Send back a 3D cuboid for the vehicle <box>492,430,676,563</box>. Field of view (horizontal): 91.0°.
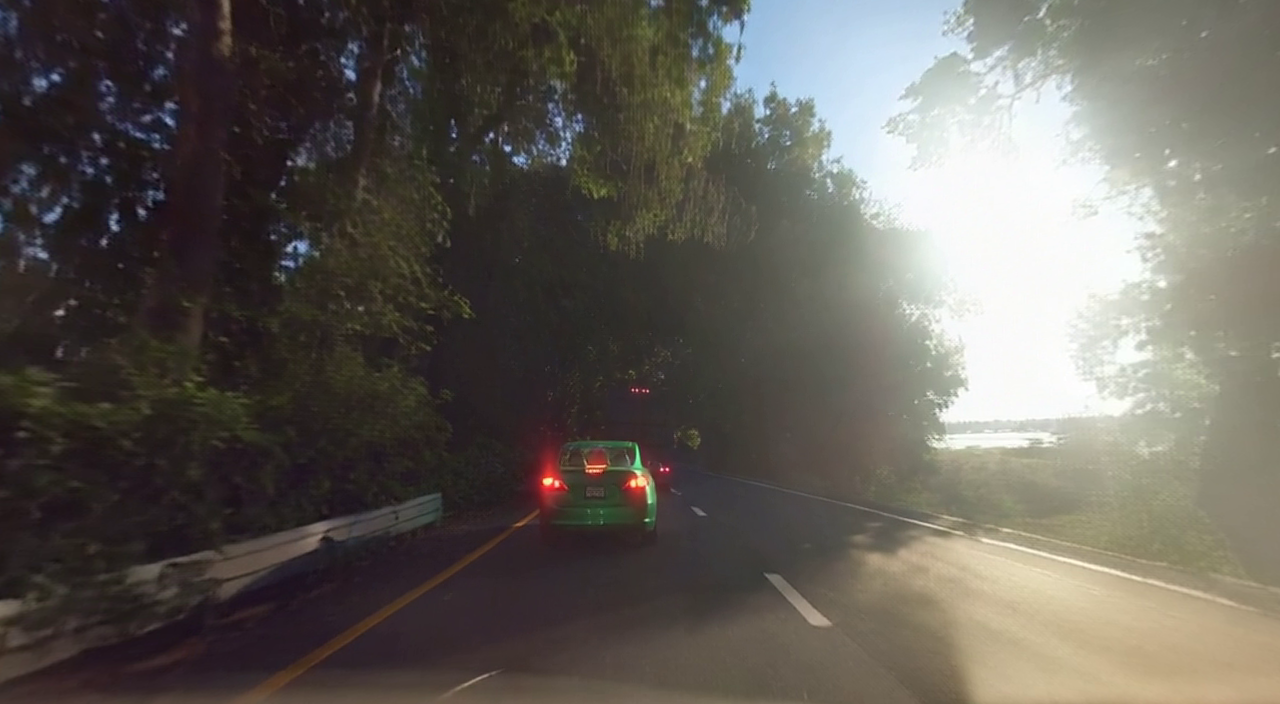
[{"bbox_3d":[-0.620,1.943,9.211,2.076,1.490,4.078,0,-9,0],"label":"vehicle"}]
